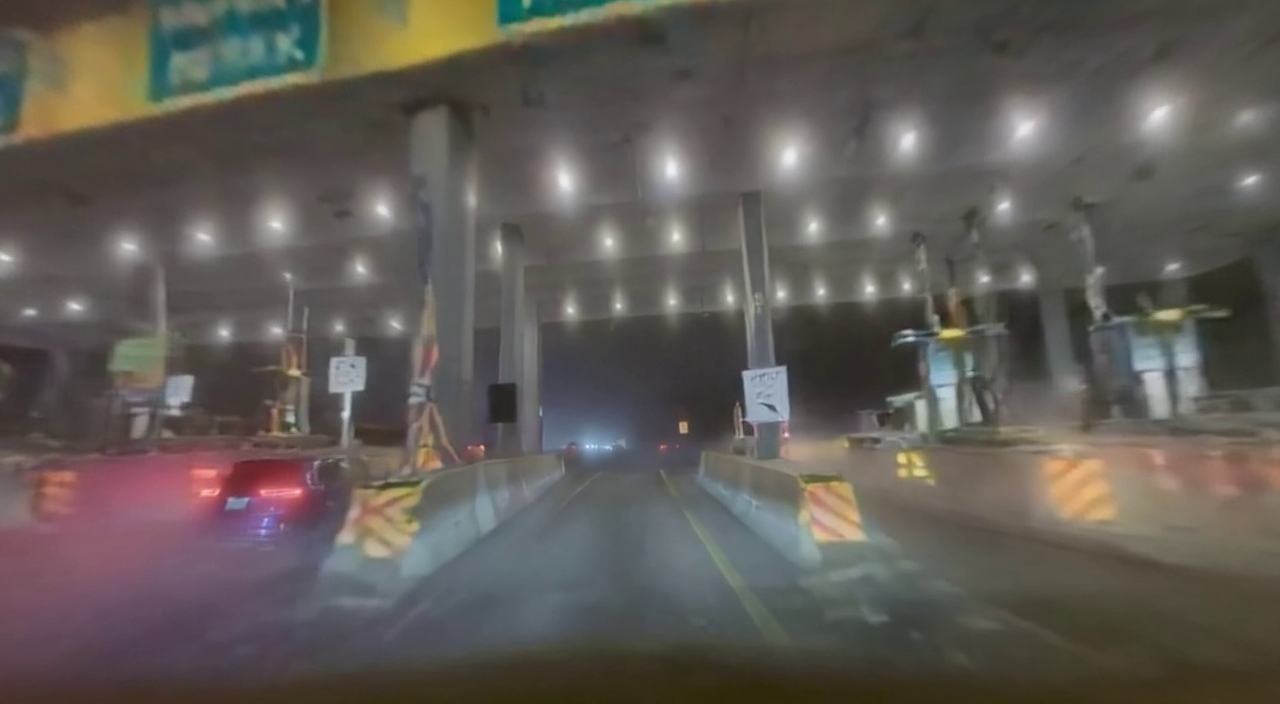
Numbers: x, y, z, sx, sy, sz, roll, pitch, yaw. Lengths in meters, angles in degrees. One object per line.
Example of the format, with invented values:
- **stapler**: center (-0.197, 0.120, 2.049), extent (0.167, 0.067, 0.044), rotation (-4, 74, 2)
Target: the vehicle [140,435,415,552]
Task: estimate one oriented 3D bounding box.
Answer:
- **vehicle**: center (-5.477, 2.144, 10.393), extent (1.981, 1.465, 4.334), rotation (-1, -8, -1)
